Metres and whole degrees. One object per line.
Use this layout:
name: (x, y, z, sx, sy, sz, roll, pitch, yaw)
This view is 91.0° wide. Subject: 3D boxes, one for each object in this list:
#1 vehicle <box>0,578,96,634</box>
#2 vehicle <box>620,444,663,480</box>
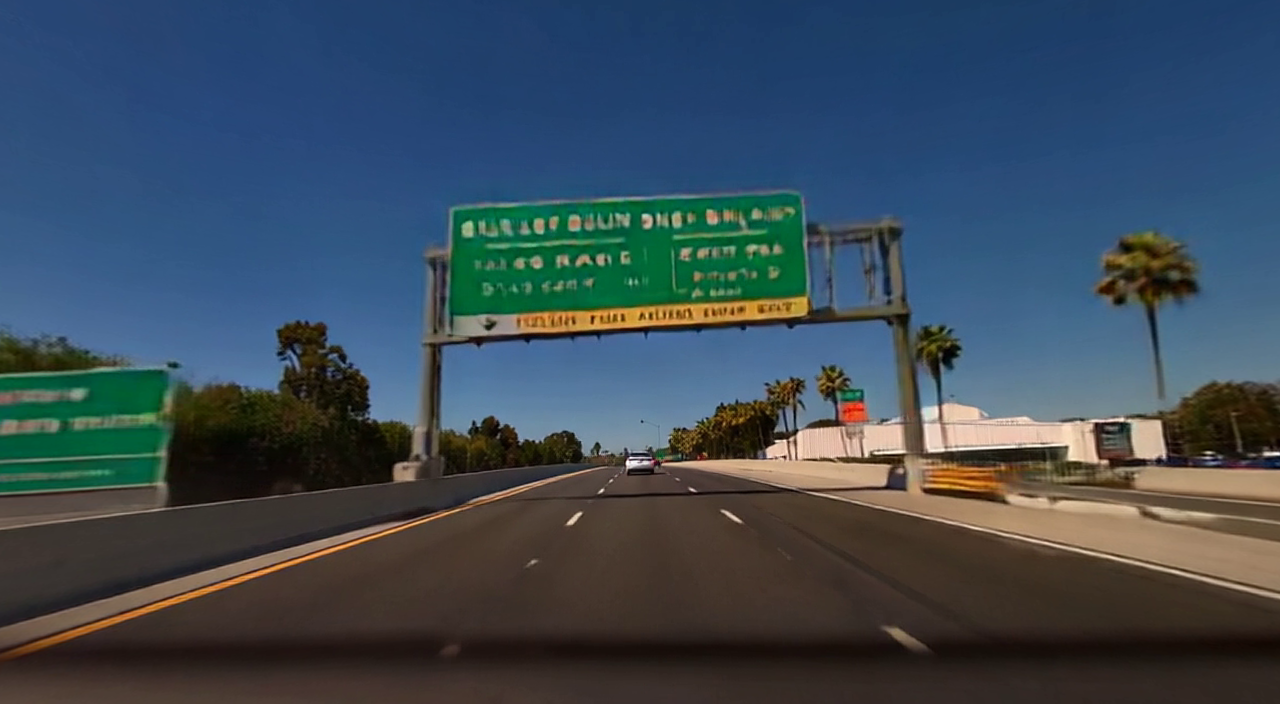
vehicle: (-30.397, 12.394, 30.741, 2.309, 1.963, 5.918, 0, -14, -1)
vehicle: (0.039, 5.742, 33.115, 2.089, 1.718, 4.193, 0, -9, -1)
